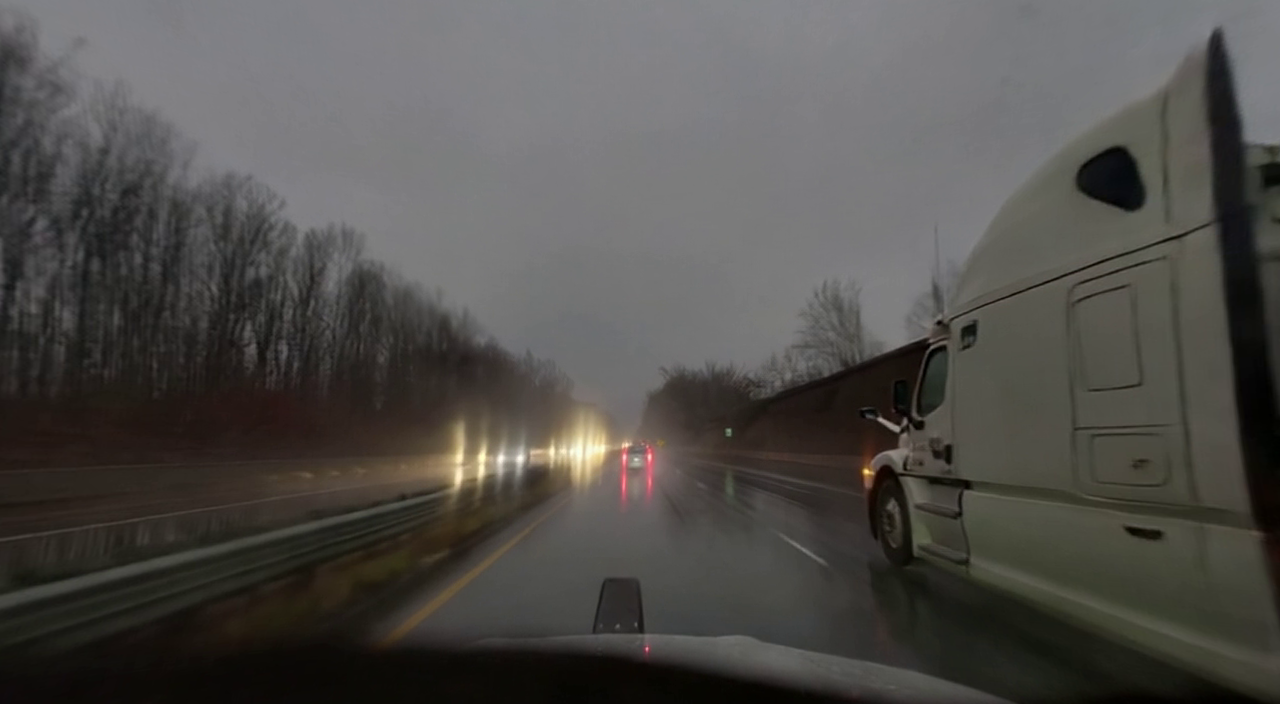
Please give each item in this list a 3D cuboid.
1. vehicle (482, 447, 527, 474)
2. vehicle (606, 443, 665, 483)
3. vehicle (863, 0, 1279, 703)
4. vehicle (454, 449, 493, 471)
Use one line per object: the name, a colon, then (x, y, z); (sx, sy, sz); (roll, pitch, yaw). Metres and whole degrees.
vehicle: (-8.799, 7.050, 41.023); (1.957, 1.603, 4.476); (0, -9, 0)
vehicle: (-0.212, 4.554, 25.987); (2.244, 1.506, 4.097); (0, -9, -1)
vehicle: (4.372, 0.049, 4.197); (3.351, 3.699, 5.995); (0, -9, -1)
vehicle: (-12.973, 8.425, 49.154); (1.906, 1.607, 4.230); (0, -9, -1)
